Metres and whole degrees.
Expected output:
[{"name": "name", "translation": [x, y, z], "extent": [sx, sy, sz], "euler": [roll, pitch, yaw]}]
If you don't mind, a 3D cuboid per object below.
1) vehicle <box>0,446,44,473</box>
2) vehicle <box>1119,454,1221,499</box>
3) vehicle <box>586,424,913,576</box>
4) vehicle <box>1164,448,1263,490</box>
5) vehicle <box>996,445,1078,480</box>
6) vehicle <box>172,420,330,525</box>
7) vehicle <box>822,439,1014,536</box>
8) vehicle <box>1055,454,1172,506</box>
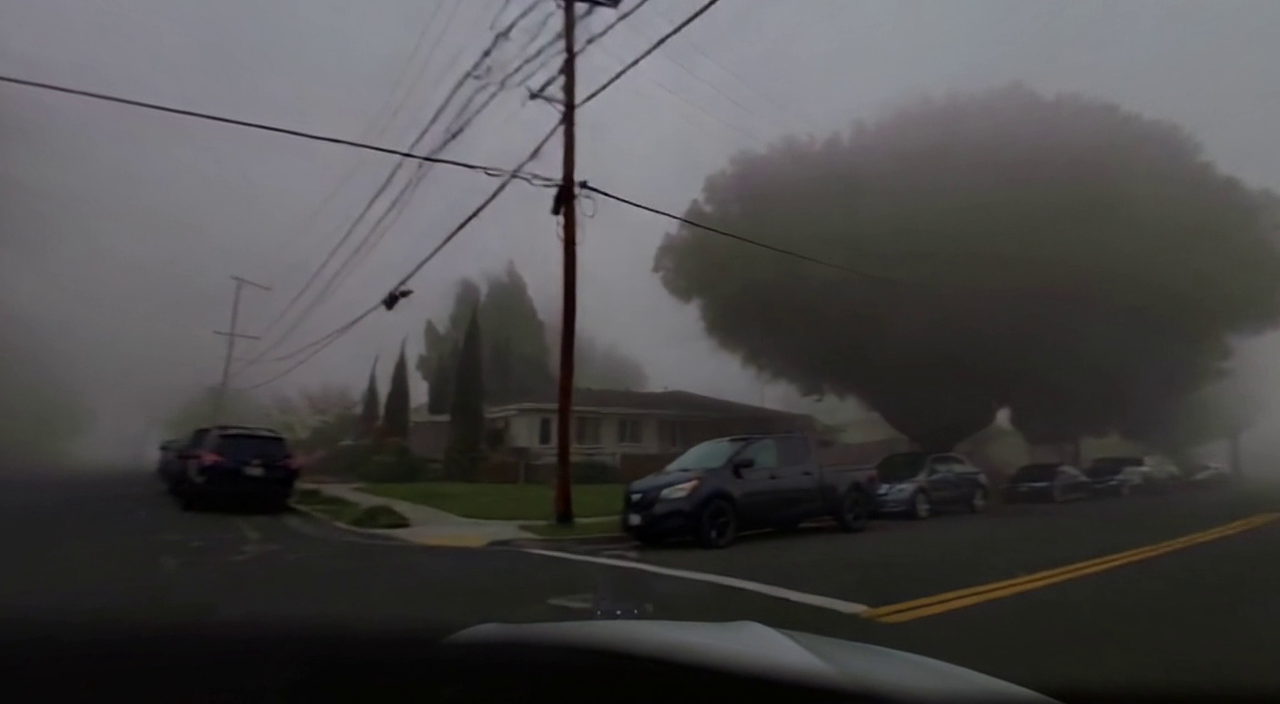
[{"name": "vehicle", "translation": [-42.185, 7.210, 42.493], "extent": [2.370, 1.685, 3.679], "euler": [6, -9, -35]}, {"name": "vehicle", "translation": [21.494, 4.950, 25.538], "extent": [4.761, 1.553, 2.039], "euler": [6, -10, -37]}, {"name": "vehicle", "translation": [2.183, 2.335, 11.391], "extent": [5.971, 1.967, 2.385], "euler": [4, -9, -39]}, {"name": "vehicle", "translation": [26.555, 5.371, 29.209], "extent": [5.191, 1.746, 1.985], "euler": [6, -12, -33]}, {"name": "vehicle", "translation": [23.132, 6.350, 36.712], "extent": [5.443, 1.836, 2.232], "euler": [6, -10, -38]}, {"name": "vehicle", "translation": [-9.197, 2.607, 14.630], "extent": [2.505, 1.895, 5.805], "euler": [6, -10, -36]}, {"name": "vehicle", "translation": [6.585, 3.010, 14.828], "extent": [4.436, 1.756, 2.150], "euler": [4, -7, -37]}, {"name": "vehicle", "translation": [16.509, 4.352, 21.958], "extent": [4.626, 1.523, 1.897], "euler": [6, -10, -36]}]
